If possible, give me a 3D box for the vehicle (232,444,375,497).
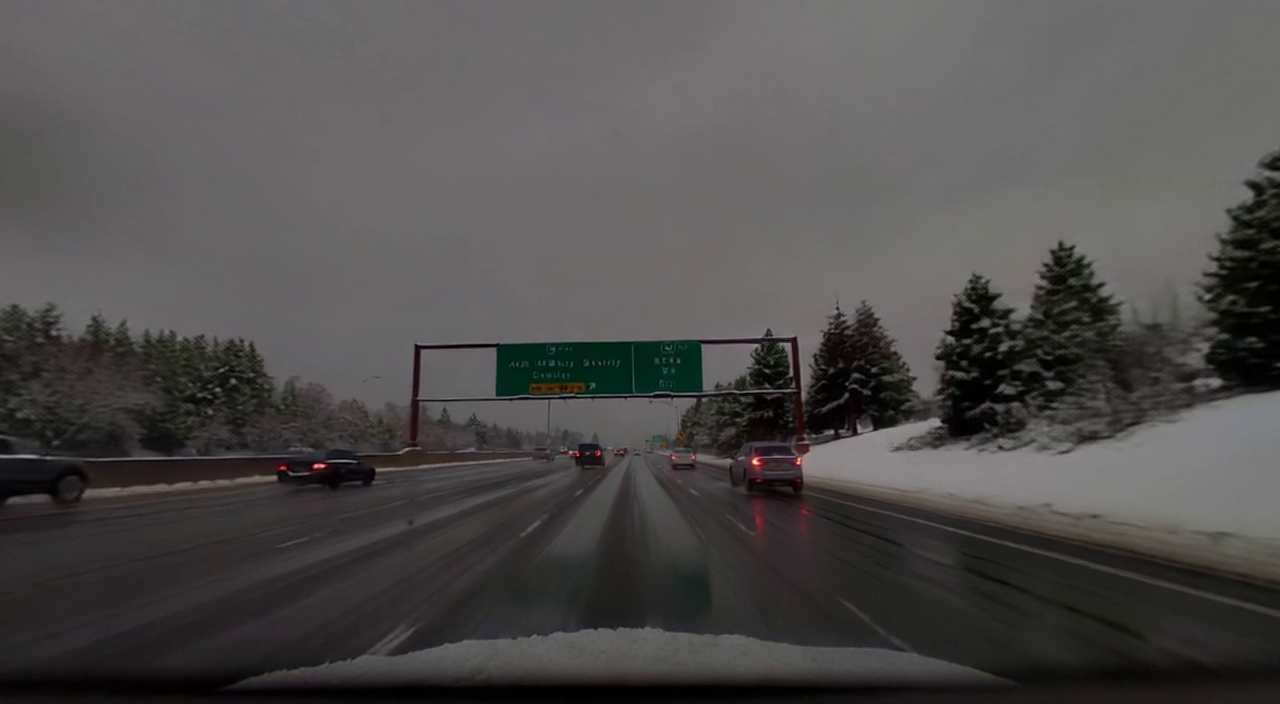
[{"bbox_3d":[-10.555,3.717,20.235,1.974,1.472,4.684,0,-9,0],"label":"vehicle"}]

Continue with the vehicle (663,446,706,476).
[{"bbox_3d":[2.386,5.990,34.979,2.126,1.529,4.438,0,-9,1],"label":"vehicle"}]

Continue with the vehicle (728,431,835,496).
[{"bbox_3d":[4.280,3.469,19.956,2.218,1.776,4.807,0,-9,0],"label":"vehicle"}]

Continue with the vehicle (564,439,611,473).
[{"bbox_3d":[-3.131,6.428,39.099,2.449,1.929,5.503,0,-9,0],"label":"vehicle"}]
